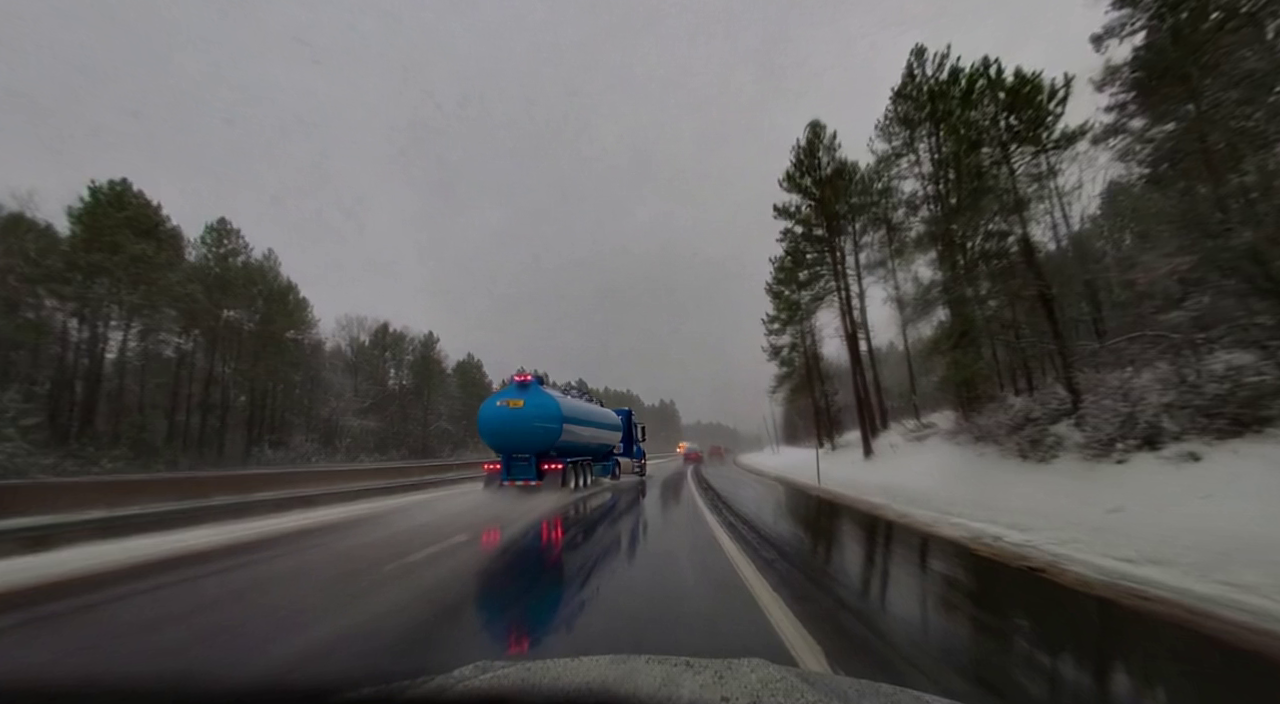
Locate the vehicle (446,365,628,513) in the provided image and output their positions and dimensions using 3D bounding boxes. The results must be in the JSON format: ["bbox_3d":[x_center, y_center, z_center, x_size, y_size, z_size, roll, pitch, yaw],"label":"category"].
[{"bbox_3d":[-2.770,3.155,22.842,2.907,3.747,13.318,-1,-8,7],"label":"vehicle"}]
